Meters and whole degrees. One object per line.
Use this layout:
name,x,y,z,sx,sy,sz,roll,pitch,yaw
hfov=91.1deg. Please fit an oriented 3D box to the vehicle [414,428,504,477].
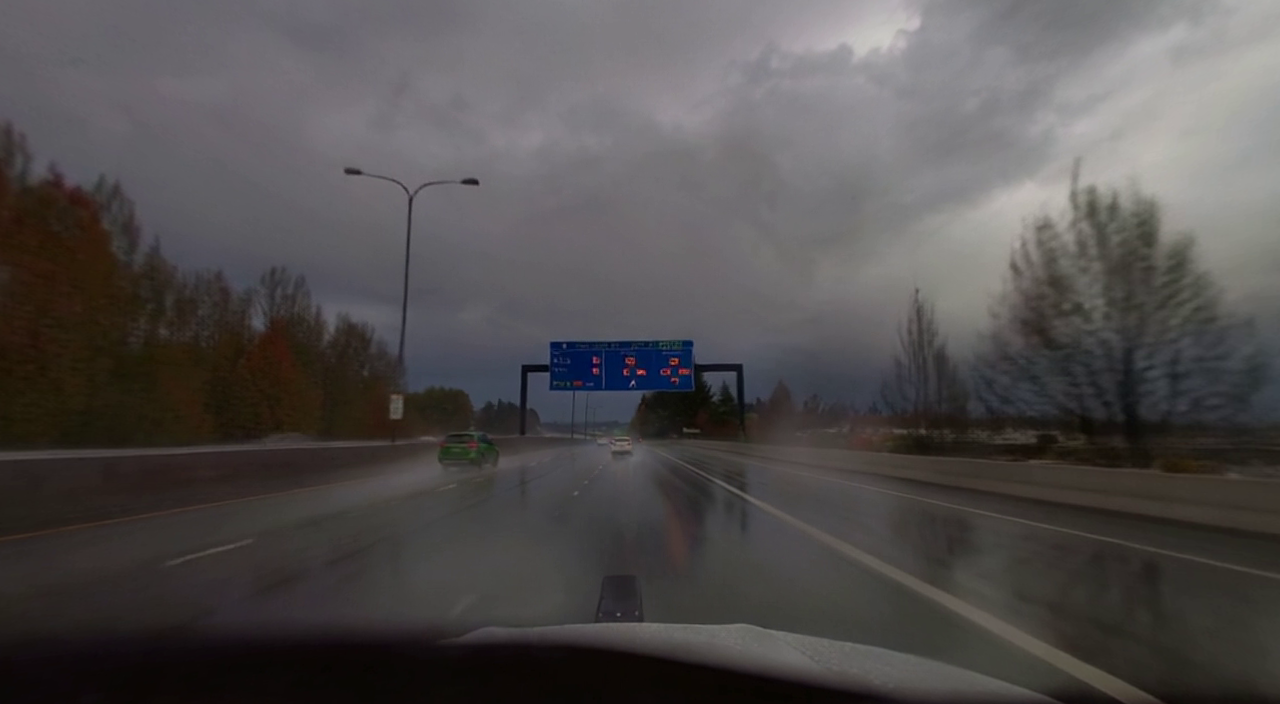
vehicle,-6.818,3.806,24.227,2.111,1.689,4.505,0,-8,0

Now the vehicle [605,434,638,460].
vehicle,-1.156,6.090,40.588,2.010,1.534,4.013,0,-8,0
